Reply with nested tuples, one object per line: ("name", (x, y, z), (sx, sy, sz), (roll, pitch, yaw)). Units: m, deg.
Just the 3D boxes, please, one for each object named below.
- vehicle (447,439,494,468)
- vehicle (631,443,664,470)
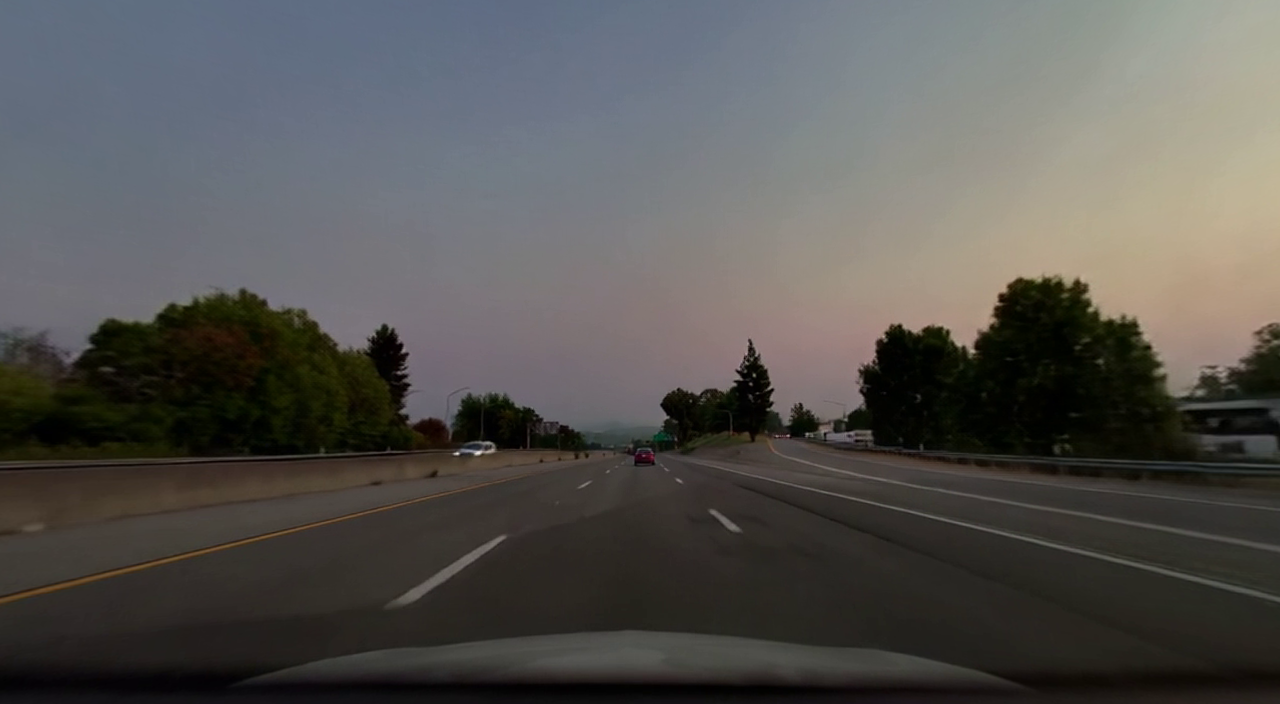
("vehicle", (-12.282, 7.405, 45.892), (2.102, 1.955, 4.656), (0, -9, 0))
("vehicle", (0.483, 6.983, 42.066), (2.087, 1.682, 4.388), (0, -9, 1))
